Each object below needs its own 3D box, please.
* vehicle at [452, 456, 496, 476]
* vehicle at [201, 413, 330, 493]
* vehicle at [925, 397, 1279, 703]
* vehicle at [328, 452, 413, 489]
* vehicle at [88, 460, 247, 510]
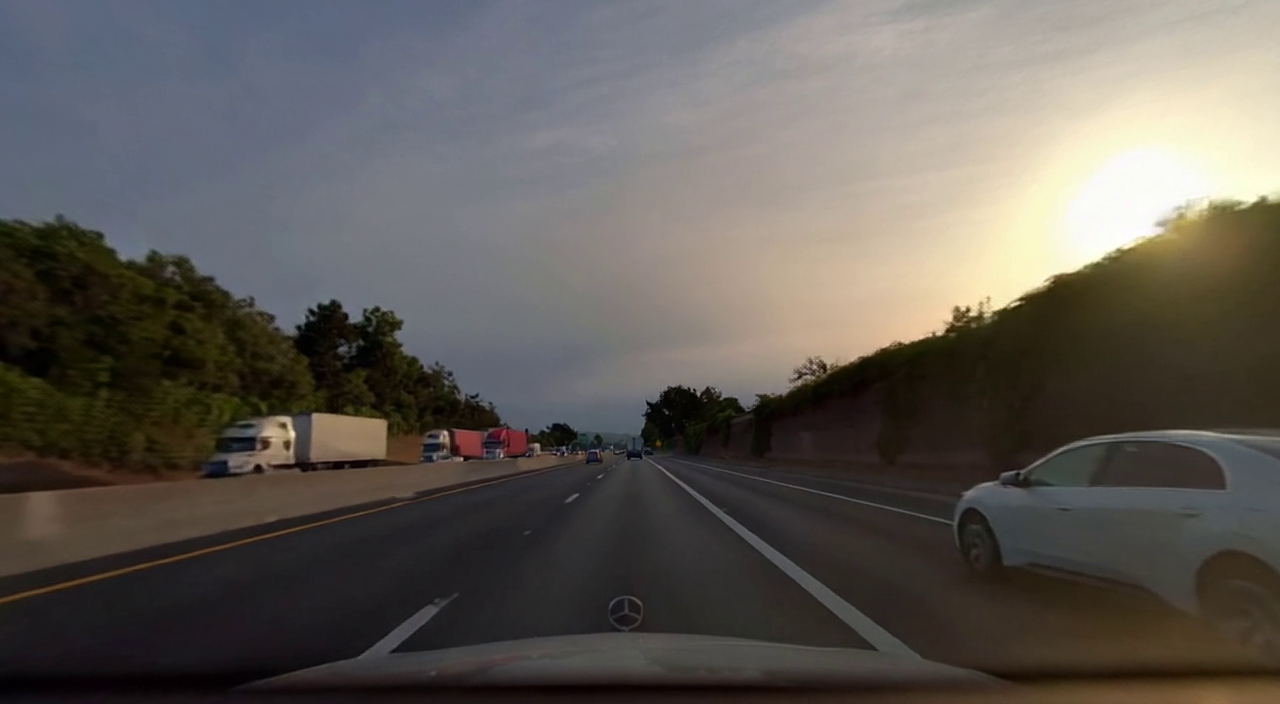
[{"bbox_3d":[-11.792,8.106,45.008,1.930,1.372,3.971,-1,-9,3],"label":"vehicle"},{"bbox_3d":[-20.470,5.595,35.044,2.971,3.945,6.653,0,-9,0],"label":"vehicle"},{"bbox_3d":[3.852,1.139,3.942,2.053,1.504,4.386,0,-9,0],"label":"vehicle"},{"bbox_3d":[-11.756,5.169,27.801,1.859,1.455,4.185,0,-9,0],"label":"vehicle"},{"bbox_3d":[-16.099,4.515,21.884,1.878,1.452,4.765,0,-9,-1],"label":"vehicle"}]
